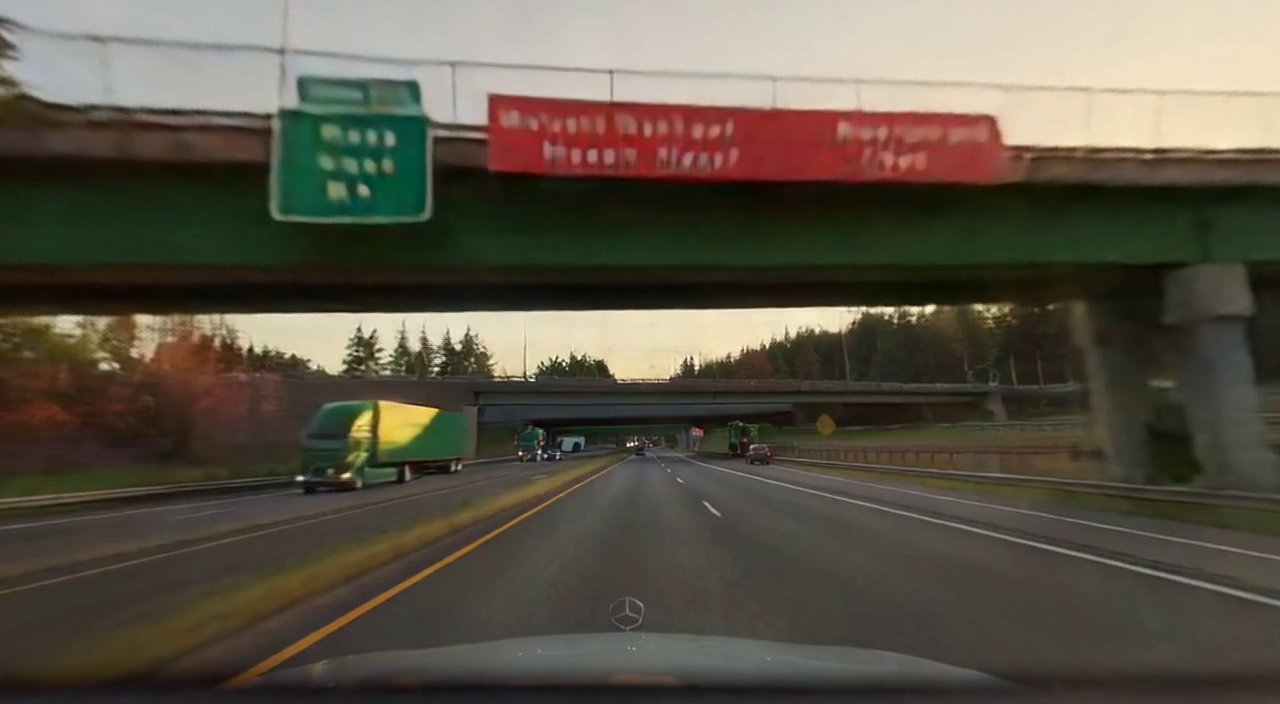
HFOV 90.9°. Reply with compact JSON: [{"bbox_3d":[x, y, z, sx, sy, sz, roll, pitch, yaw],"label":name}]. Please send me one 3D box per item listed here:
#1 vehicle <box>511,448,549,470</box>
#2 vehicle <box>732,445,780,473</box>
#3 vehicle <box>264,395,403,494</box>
[{"bbox_3d":[-8.626,8.427,49.764,2.081,1.569,4.607,0,-9,1],"label":"vehicle"},{"bbox_3d":[6.517,6.077,35.817,1.987,1.473,4.244,0,-9,1],"label":"vehicle"},{"bbox_3d":[-13.220,4.101,27.908,3.034,3.893,5.871,0,-9,0],"label":"vehicle"}]
